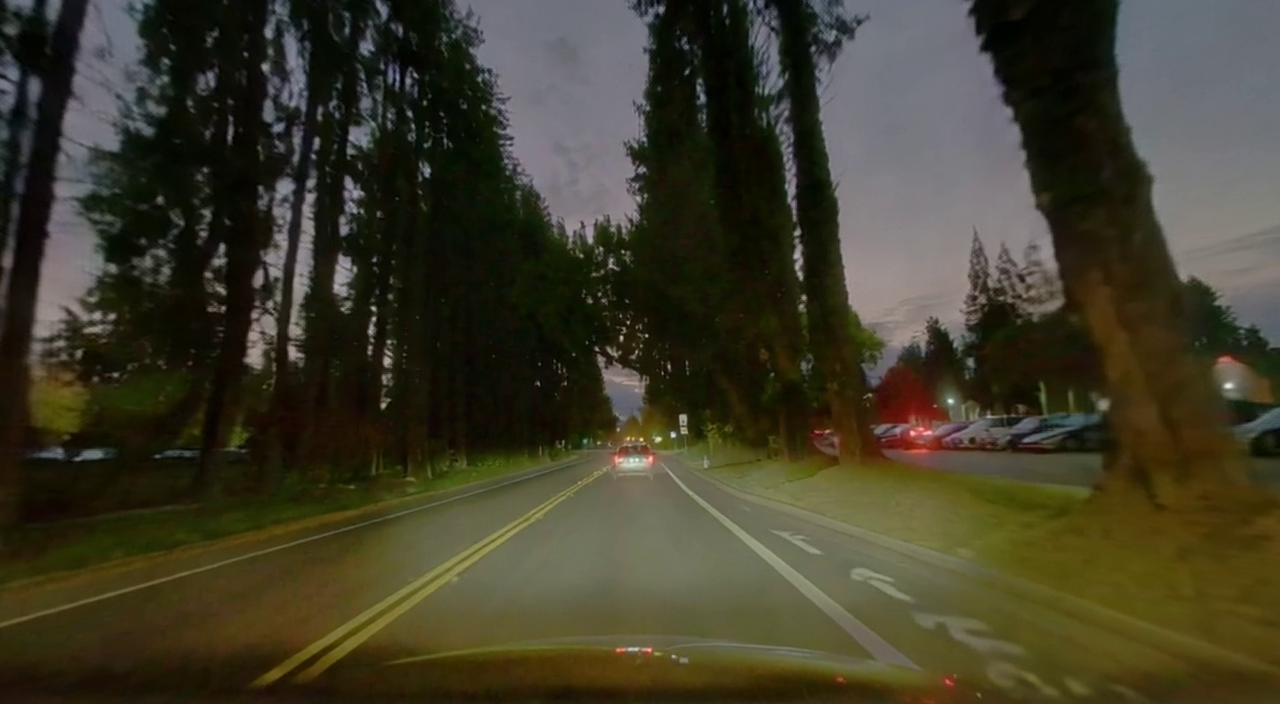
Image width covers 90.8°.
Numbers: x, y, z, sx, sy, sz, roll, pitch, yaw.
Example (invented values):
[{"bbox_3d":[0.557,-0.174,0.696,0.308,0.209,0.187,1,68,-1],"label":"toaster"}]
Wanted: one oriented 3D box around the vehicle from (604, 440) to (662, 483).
[{"bbox_3d":[-0.289,4.453,26.026,2.152,1.574,4.223,-1,-8,-1],"label":"vehicle"}]
